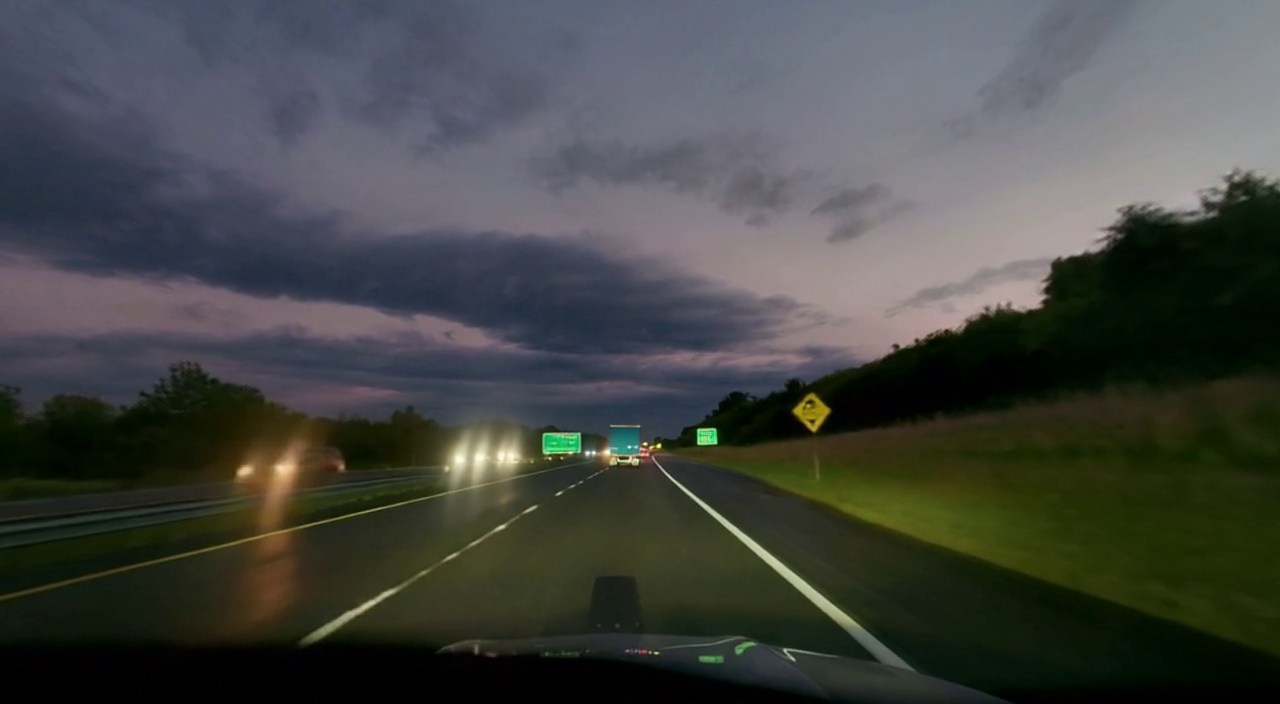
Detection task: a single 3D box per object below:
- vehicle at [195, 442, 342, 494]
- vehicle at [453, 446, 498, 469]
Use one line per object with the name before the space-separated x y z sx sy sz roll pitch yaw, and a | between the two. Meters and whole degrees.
vehicle | -12.048 3.783 20.899 2.108 1.493 4.427 0 -9 1
vehicle | -12.203 7.843 47.171 2.111 1.612 4.711 0 -9 0
